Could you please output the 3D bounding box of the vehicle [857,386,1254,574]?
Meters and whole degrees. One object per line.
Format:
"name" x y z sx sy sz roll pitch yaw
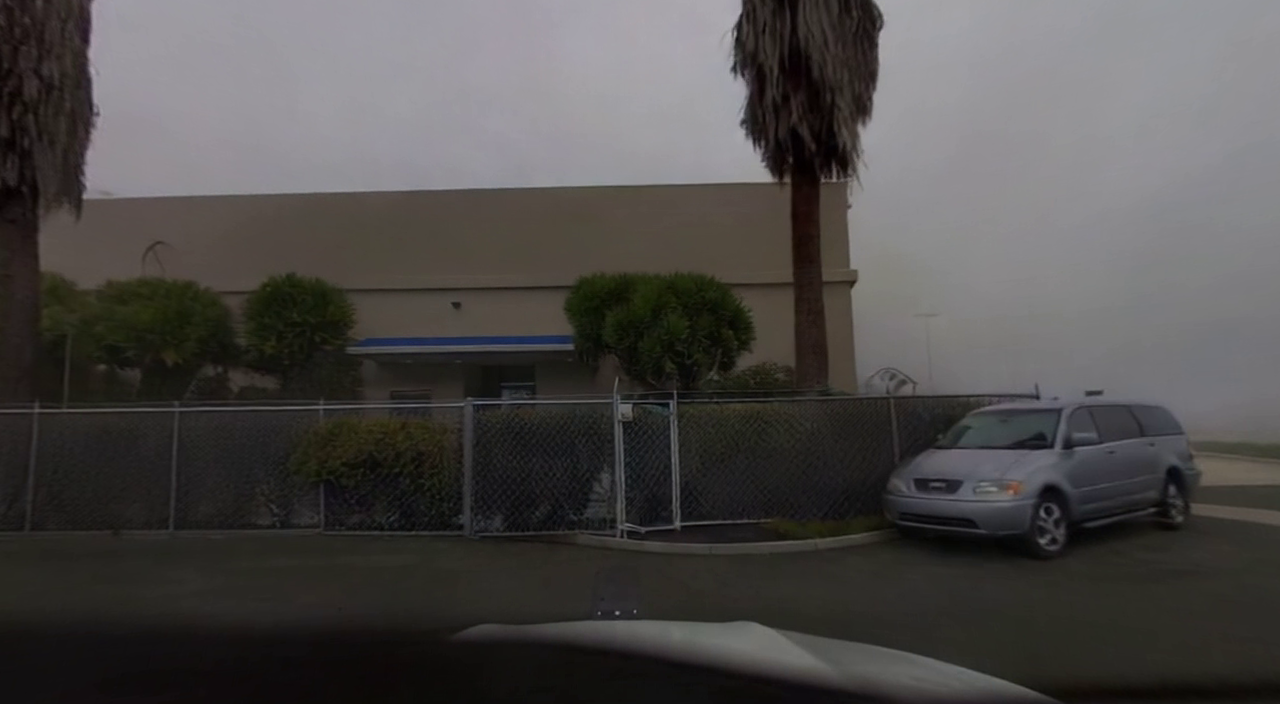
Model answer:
"vehicle" 5.191 1.424 7.956 4.365 1.791 2.073 3 -7 -24
